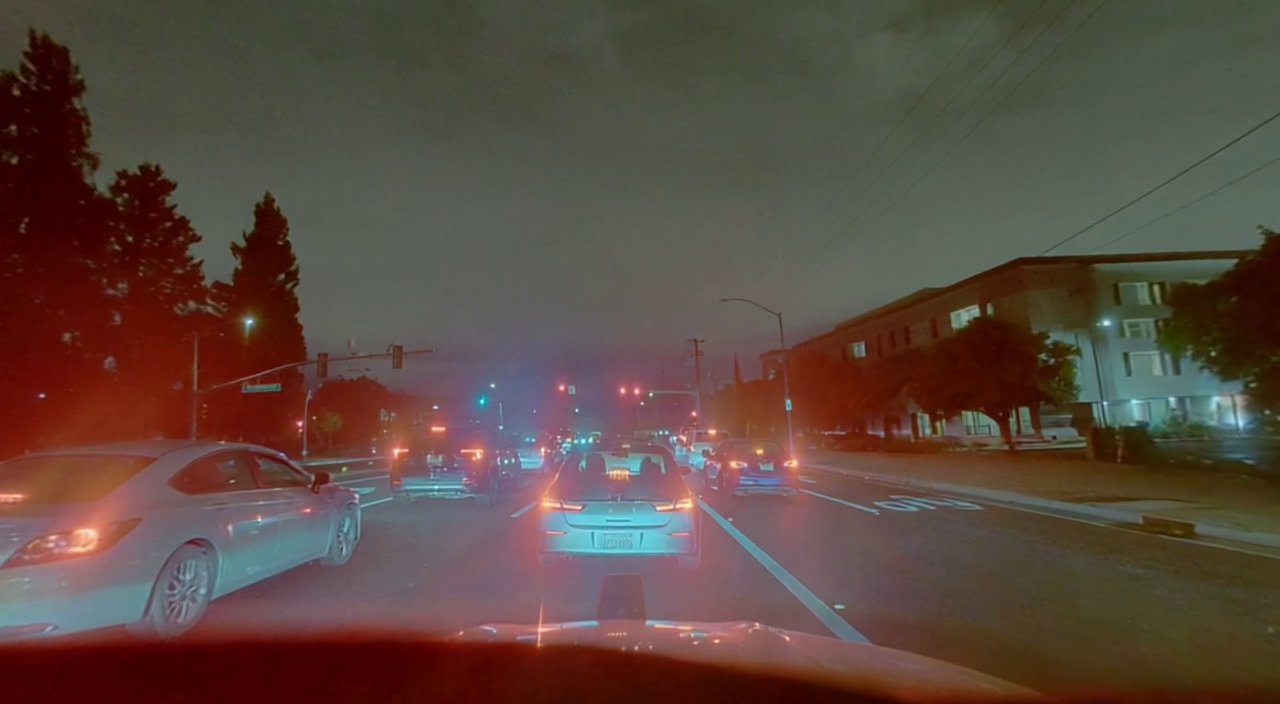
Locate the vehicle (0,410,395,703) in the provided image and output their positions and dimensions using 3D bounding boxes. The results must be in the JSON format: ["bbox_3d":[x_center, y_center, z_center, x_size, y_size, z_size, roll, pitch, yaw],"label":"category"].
[{"bbox_3d":[-3.863,1.346,5.248,1.985,1.467,4.224,0,-9,-1],"label":"vehicle"}]

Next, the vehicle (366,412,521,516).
[{"bbox_3d":[-4.035,2.385,13.904,2.054,1.881,4.469,0,-8,-1],"label":"vehicle"}]

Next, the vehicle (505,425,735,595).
[{"bbox_3d":[-0.230,1.680,7.621,2.007,1.467,4.059,0,-8,-2],"label":"vehicle"}]

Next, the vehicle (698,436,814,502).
[{"bbox_3d":[2.805,2.959,16.423,1.978,1.452,4.381,0,-8,-3],"label":"vehicle"}]
